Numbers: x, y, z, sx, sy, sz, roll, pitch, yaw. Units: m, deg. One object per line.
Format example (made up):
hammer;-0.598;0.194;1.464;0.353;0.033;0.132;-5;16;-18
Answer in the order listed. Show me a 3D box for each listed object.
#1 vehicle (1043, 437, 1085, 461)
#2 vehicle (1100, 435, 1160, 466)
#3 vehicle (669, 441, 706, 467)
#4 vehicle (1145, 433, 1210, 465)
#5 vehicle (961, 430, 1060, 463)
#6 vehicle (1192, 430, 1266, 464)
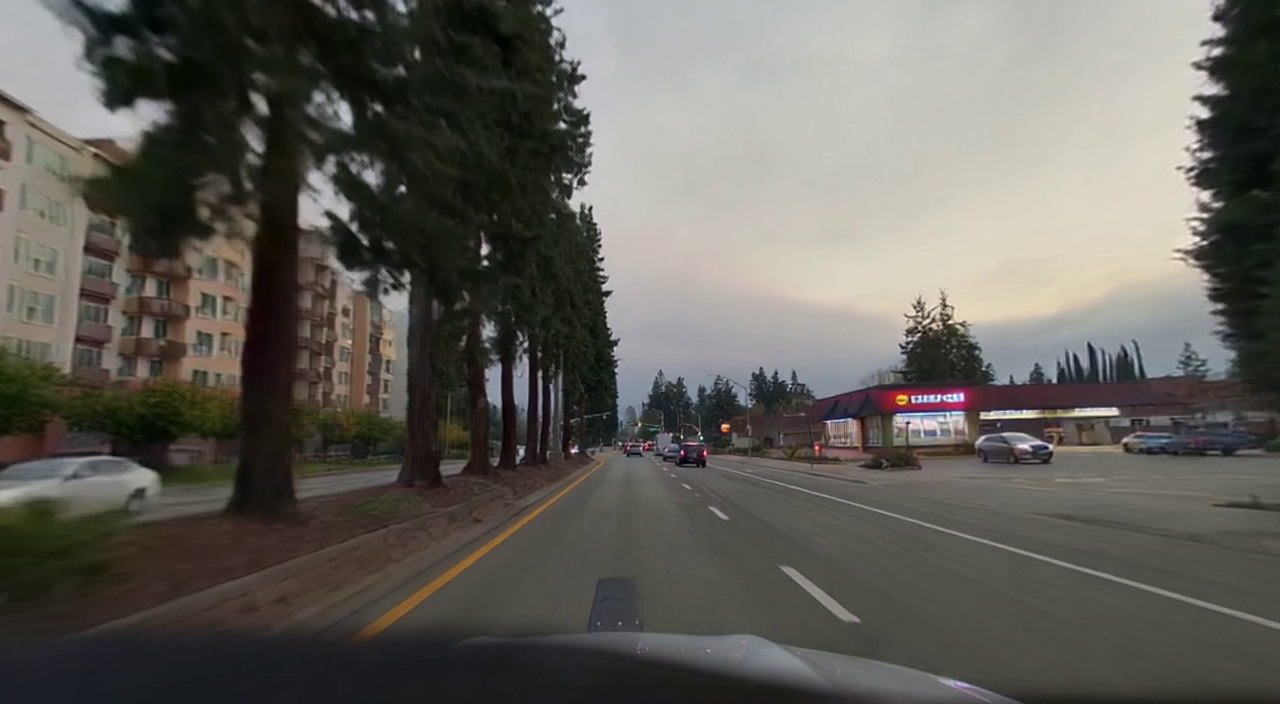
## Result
vehicle;31.121;7.093;46.501;2.064;1.654;4.271;-4;-9;28
vehicle;31.716;6.369;41.044;2.269;1.862;4.495;-3;-9;28
vehicle;3.136;6.790;42.309;2.041;1.531;4.236;1;-7;-1
vehicle;34.062;6.121;40.162;2.181;1.901;4.222;-4;-9;28
vehicle;20.606;5.244;35.225;4.210;1.727;2.227;2;-7;-8
vehicle;36.758;5.920;39.582;2.160;1.948;4.256;-3;-8;27
